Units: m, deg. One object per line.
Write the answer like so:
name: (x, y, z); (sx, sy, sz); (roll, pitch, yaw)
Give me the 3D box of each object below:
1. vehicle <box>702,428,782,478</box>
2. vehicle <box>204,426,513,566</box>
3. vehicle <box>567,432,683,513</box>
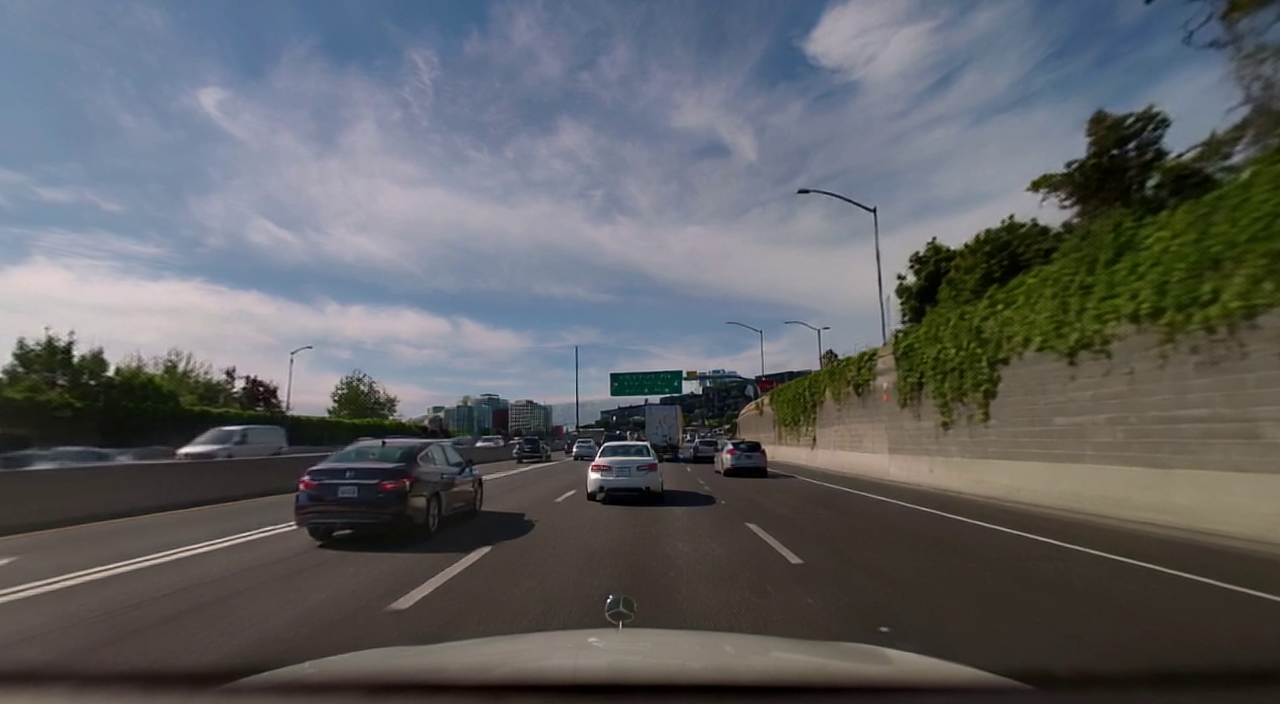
vehicle: (3.686, 3.755, 23.688); (2.166, 1.666, 4.618); (0, -9, -1)
vehicle: (-3.528, 1.926, 9.319); (2.130, 1.474, 5.027); (-1, -9, 2)
vehicle: (-0.252, 2.542, 13.753); (2.136, 1.470, 3.971); (0, -9, 1)
